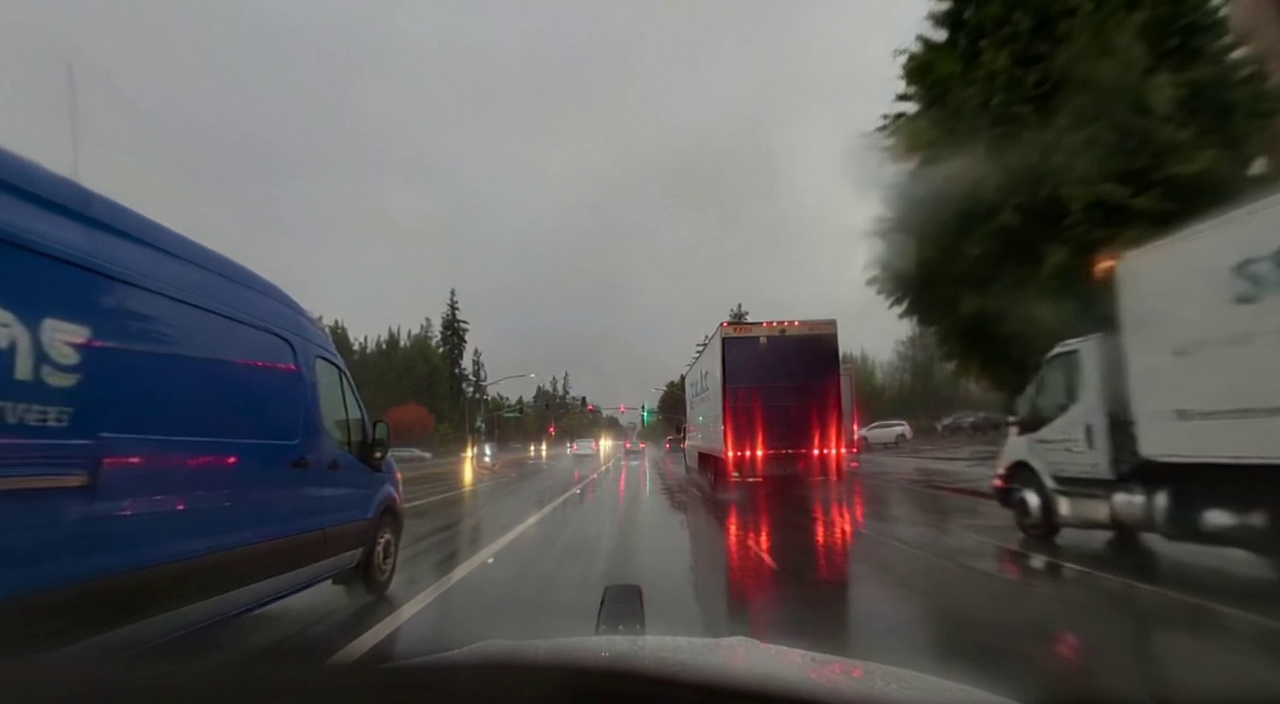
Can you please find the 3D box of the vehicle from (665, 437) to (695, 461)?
[{"bbox_3d":[2.777,6.882,44.837,1.869,1.616,4.346,0,-9,0],"label":"vehicle"}]

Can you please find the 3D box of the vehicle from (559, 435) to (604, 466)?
[{"bbox_3d":[-3.518,6.099,39.149,2.356,1.766,5.674,0,-9,-1],"label":"vehicle"}]

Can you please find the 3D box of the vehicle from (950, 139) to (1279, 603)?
[{"bbox_3d":[6.985,0.260,6.111,3.005,3.947,9.252,0,-8,-1],"label":"vehicle"}]

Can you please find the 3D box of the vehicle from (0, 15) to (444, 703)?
[{"bbox_3d":[-3.422,0.435,3.512,2.443,2.784,6.493,0,-9,1],"label":"vehicle"}]

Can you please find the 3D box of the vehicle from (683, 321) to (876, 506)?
[{"bbox_3d":[2.960,1.880,16.994,2.861,3.525,9.858,0,-9,0],"label":"vehicle"}]
